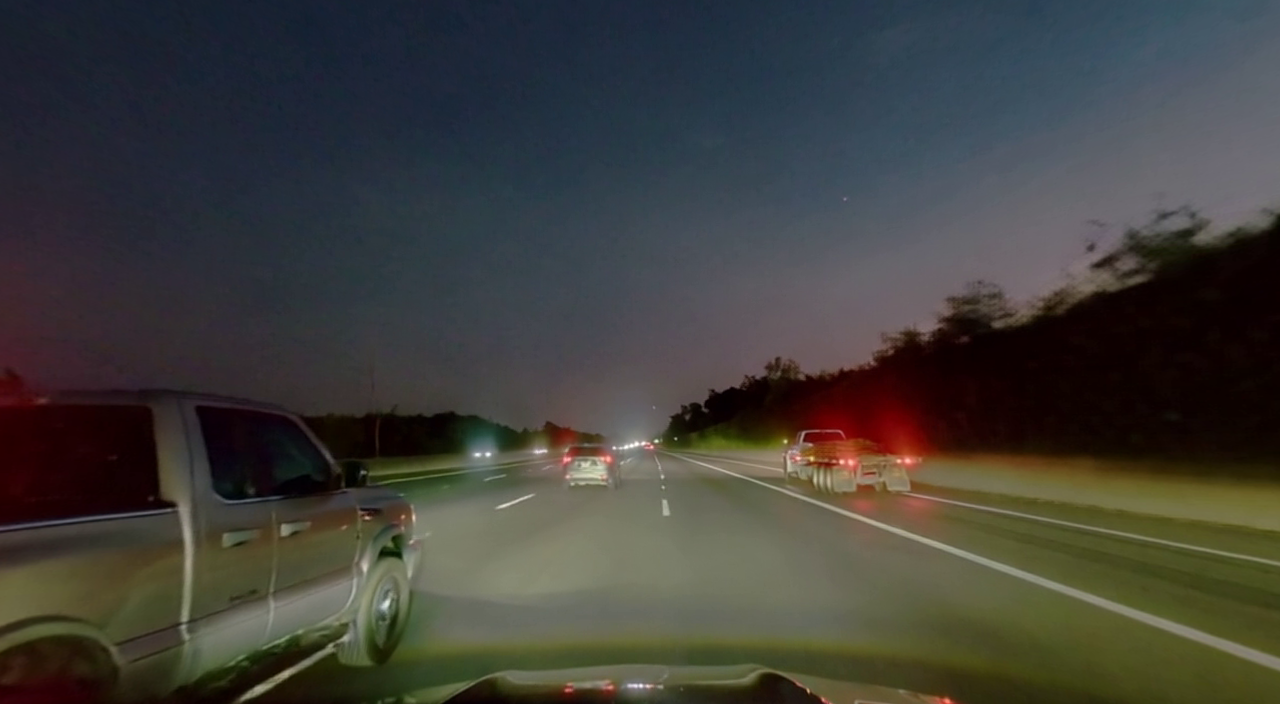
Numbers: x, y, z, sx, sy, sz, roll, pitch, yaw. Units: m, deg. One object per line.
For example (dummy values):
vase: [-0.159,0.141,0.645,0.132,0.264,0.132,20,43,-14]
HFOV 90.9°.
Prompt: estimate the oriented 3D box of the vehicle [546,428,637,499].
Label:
vehicle: [-1.251,3.191,18.369,2.114,1.787,4.365,-1,-8,2]
